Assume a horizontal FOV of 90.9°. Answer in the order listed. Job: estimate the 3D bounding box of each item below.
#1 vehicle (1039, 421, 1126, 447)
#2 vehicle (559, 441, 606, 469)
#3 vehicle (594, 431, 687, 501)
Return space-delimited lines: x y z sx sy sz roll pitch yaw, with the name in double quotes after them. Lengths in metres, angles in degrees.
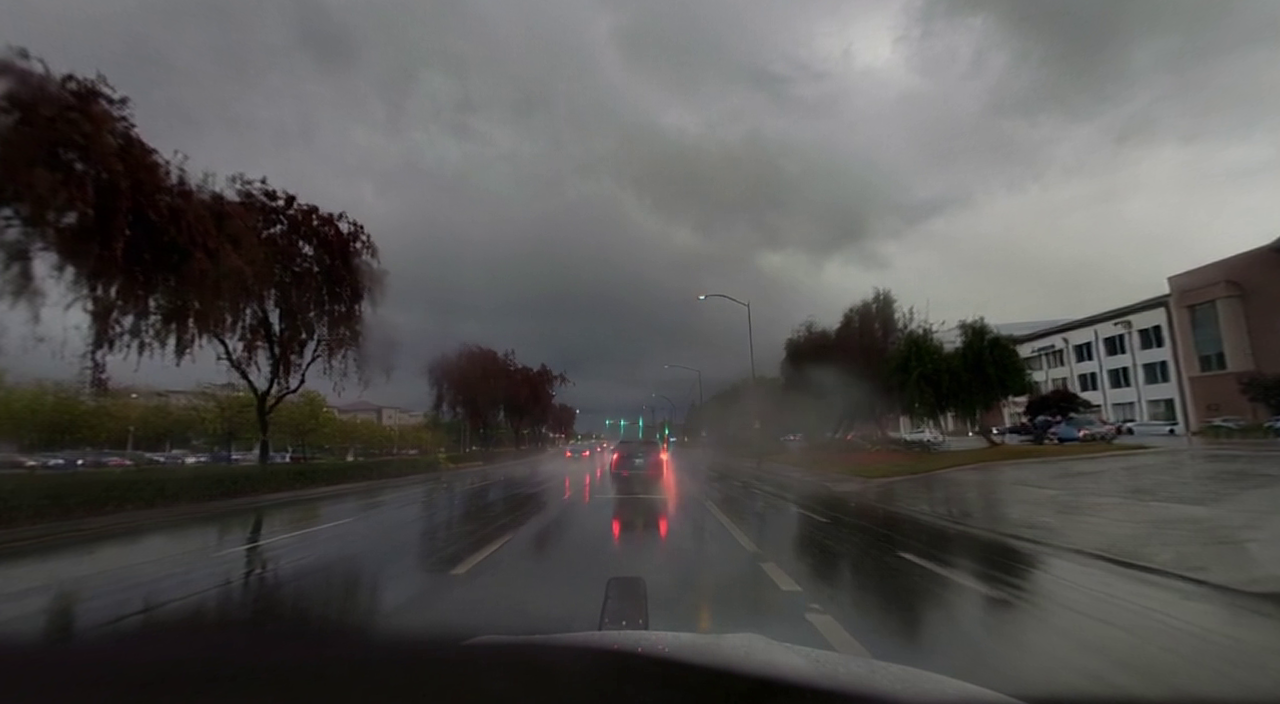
31.901 5.969 45.694 4.903 1.767 2.105 -5 -10 31 "vehicle"
-3.169 5.813 35.705 1.942 1.462 4.905 -1 -8 3 "vehicle"
0.027 3.028 17.192 2.199 1.652 4.101 0 -8 1 "vehicle"
